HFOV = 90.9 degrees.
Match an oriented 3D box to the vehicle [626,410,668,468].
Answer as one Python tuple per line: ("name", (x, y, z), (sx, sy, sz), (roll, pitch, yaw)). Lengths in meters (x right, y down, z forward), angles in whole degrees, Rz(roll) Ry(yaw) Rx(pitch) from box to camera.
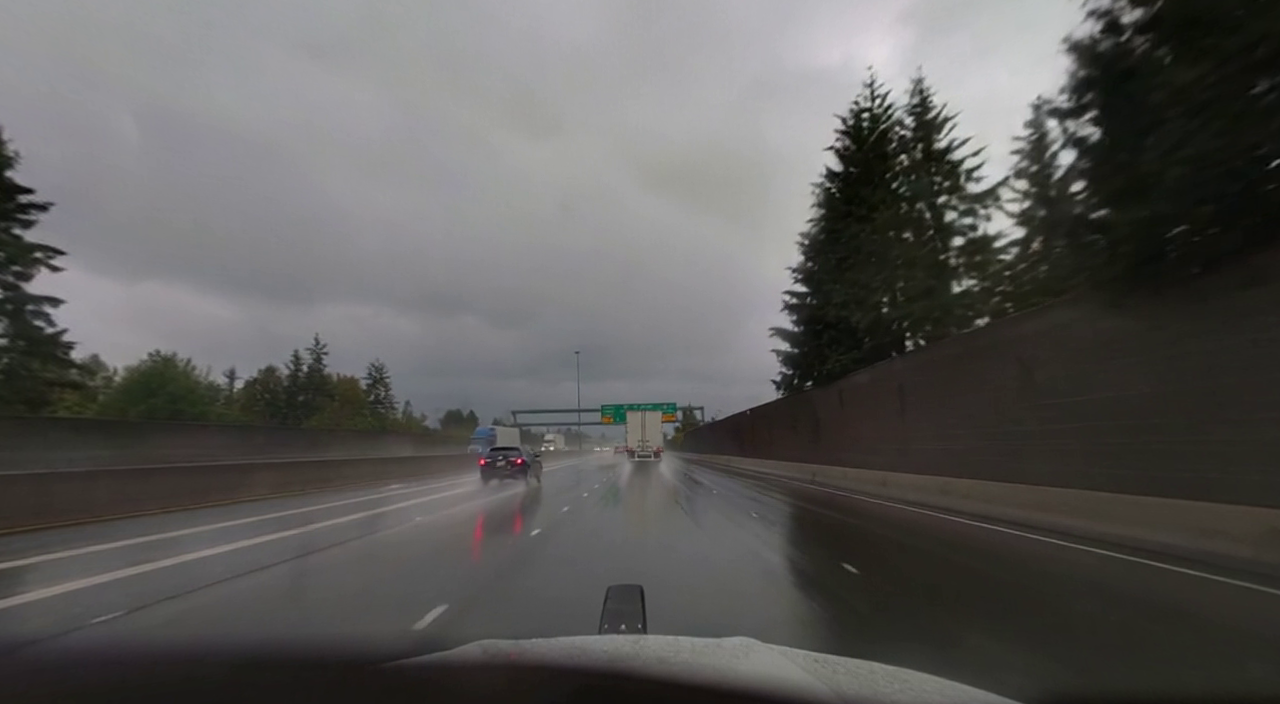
("vehicle", (0.571, 6.895, 49.613), (2.980, 4.051, 10.359), (0, -9, 1))

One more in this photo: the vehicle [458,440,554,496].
("vehicle", (-4.033, 3.571, 19.790), (1.974, 1.531, 4.429), (0, -9, 1))
